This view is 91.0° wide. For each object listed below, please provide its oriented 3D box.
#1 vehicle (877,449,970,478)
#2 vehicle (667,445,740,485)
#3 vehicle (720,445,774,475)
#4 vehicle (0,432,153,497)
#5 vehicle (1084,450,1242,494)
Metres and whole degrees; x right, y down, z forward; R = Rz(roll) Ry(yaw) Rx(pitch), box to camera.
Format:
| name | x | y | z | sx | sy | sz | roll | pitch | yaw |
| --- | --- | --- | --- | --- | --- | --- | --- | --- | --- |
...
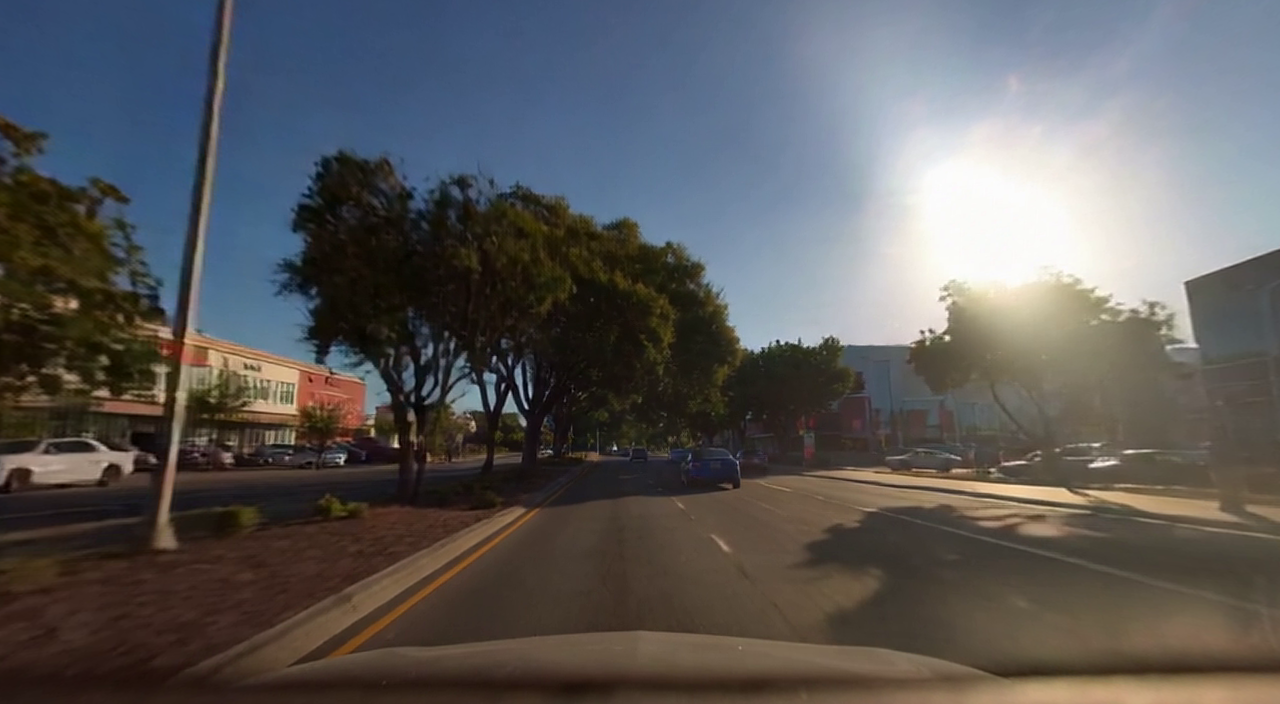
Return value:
| name | x | y | z | sx | sy | sz | roll | pitch | yaw |
| --- | --- | --- | --- | --- | --- | --- | --- | --- | --- |
| vehicle | 15.924 | 6.238 | 35.360 | 4.486 | 1.532 | 1.939 | 3 | -9 | -16 |
| vehicle | 2.459 | 4.532 | 25.558 | 2.256 | 1.451 | 4.313 | 0 | -9 | -4 |
| vehicle | 5.752 | 5.868 | 34.375 | 1.886 | 1.528 | 4.169 | 1 | -9 | -5 |
| vehicle | -21.904 | 4.068 | 23.055 | 2.593 | 2.075 | 6.841 | 0 | -9 | 1 |
| vehicle | 19.331 | 4.379 | 23.317 | 4.646 | 1.479 | 2.070 | 2 | -9 | -15 |
